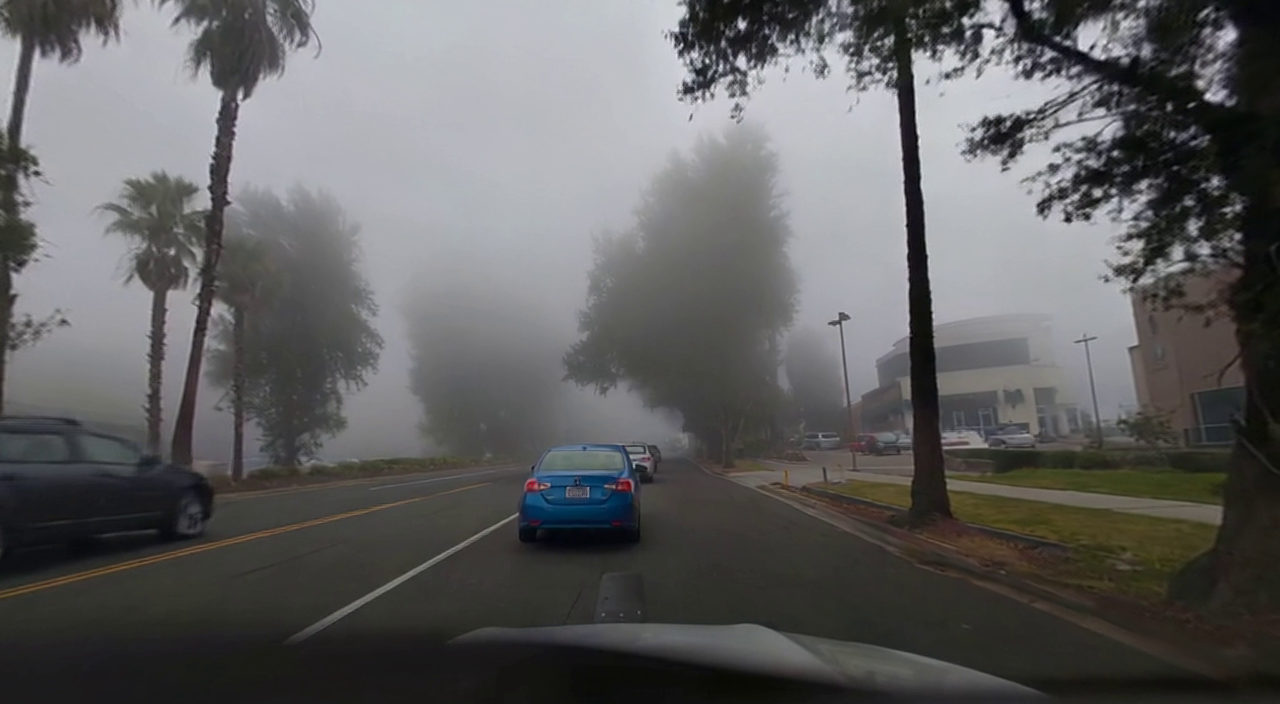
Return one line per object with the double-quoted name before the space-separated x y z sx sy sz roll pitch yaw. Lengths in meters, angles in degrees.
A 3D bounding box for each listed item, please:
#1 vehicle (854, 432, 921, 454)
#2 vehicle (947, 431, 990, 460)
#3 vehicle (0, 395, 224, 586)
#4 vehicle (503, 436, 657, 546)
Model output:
"vehicle" 19.155 7.088 49.104 1.925 1.652 4.490 6 -10 -35
"vehicle" 18.686 5.329 35.997 1.961 1.526 4.640 -4 -9 26
"vehicle" -7.625 1.485 6.972 2.400 1.900 5.325 0 -8 0
"vehicle" -0.906 2.173 10.540 2.067 1.459 3.886 0 -8 -3
